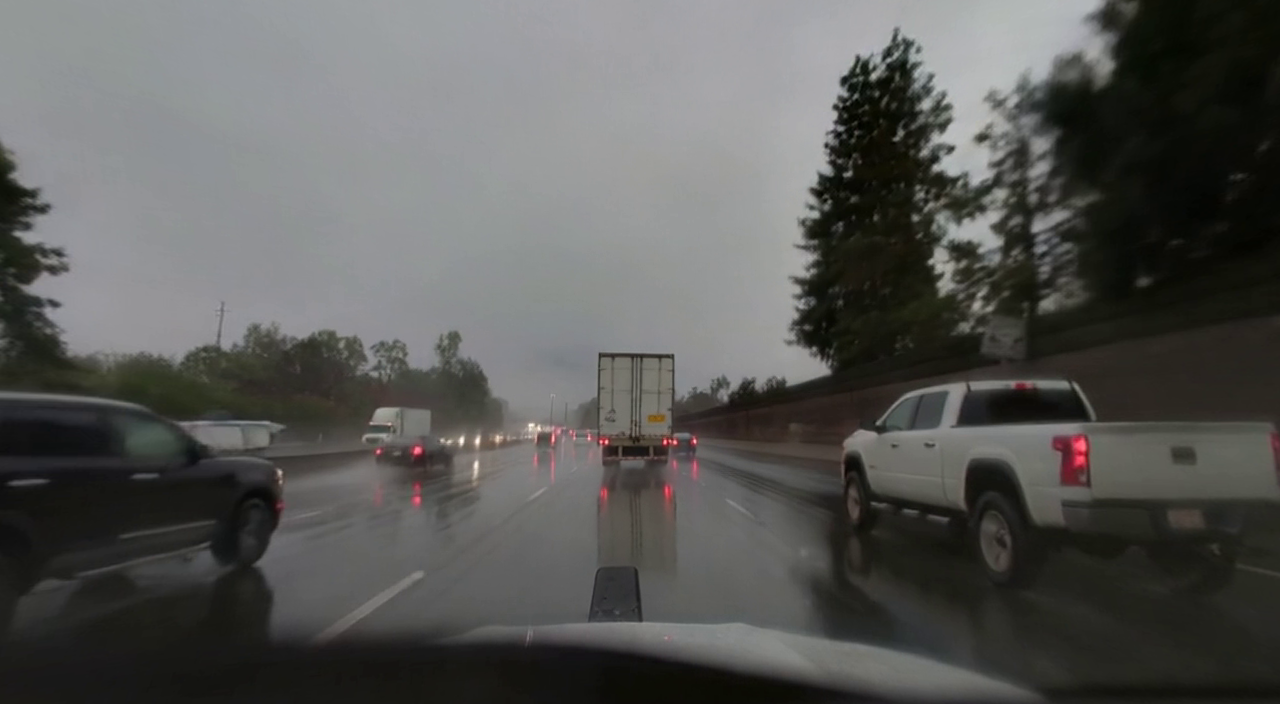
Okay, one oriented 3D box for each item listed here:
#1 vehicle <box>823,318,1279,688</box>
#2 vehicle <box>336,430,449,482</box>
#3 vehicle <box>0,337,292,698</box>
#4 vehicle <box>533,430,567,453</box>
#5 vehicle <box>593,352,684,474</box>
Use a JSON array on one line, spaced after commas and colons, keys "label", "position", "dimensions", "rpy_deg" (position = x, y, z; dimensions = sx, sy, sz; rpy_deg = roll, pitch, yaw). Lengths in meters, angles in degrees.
[{"label": "vehicle", "position": [3.500, 1.060, 5.638], "dimensions": [2.118, 1.832, 4.901], "rpy_deg": [0, -8, -2]}, {"label": "vehicle", "position": [-7.848, 3.316, 20.403], "dimensions": [2.059, 1.500, 4.001], "rpy_deg": [0, -8, -1]}, {"label": "vehicle", "position": [-4.206, 0.857, 3.411], "dimensions": [2.134, 1.752, 4.375], "rpy_deg": [0, -8, -1]}, {"label": "vehicle", "position": [-6.777, 6.784, 47.581], "dimensions": [2.134, 1.650, 4.133], "rpy_deg": [0, -8, -2]}, {"label": "vehicle", "position": [-0.346, 2.663, 25.526], "dimensions": [2.904, 3.915, 10.473], "rpy_deg": [0, -8, -3]}]
